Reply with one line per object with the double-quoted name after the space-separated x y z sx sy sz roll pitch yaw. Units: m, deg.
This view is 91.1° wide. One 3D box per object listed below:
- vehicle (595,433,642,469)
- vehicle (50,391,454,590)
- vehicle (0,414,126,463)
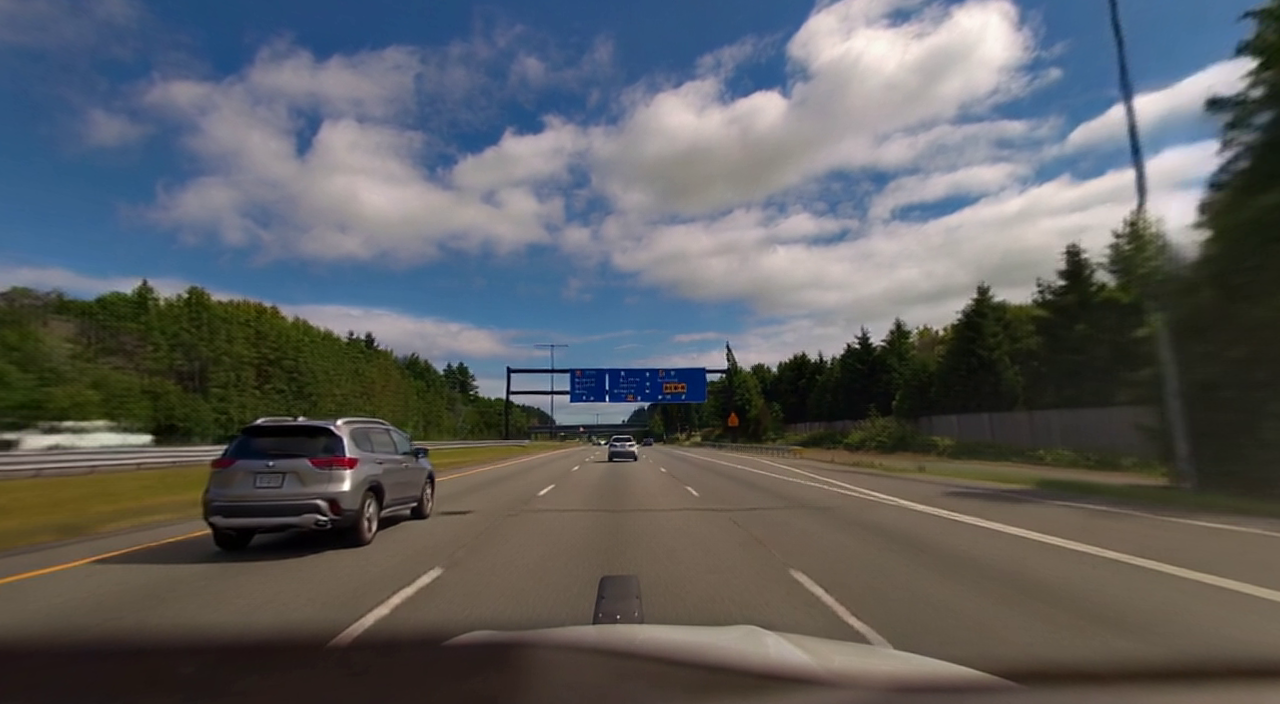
-0.959 4.513 28.965 2.010 1.534 4.013 0 -8 -2 "vehicle"
-3.997 1.485 7.707 2.111 1.689 4.505 0 -8 -1 "vehicle"
-20.439 2.948 21.430 2.003 1.476 4.565 0 -8 -1 "vehicle"
